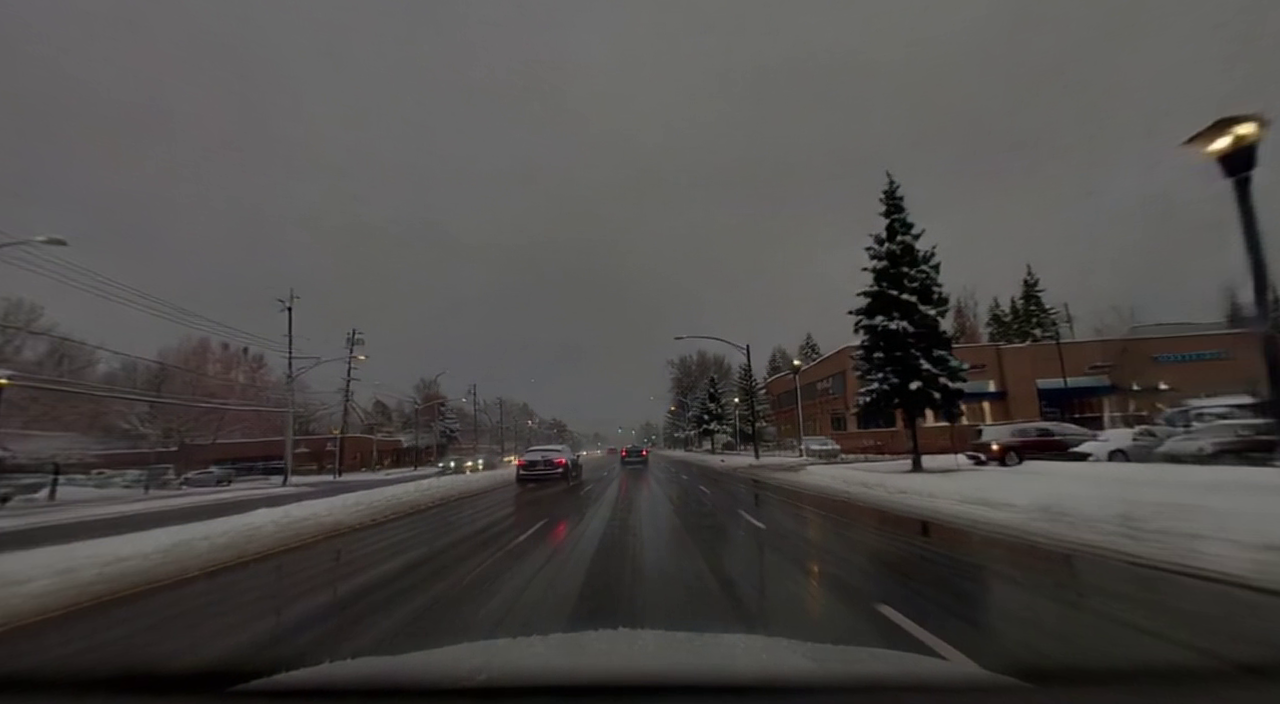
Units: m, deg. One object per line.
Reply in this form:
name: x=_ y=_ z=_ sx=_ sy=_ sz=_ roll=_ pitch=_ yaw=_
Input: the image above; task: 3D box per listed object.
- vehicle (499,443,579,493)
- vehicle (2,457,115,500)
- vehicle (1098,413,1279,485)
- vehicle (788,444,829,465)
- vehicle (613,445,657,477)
vehicle: x=-3.228 y=3.796 z=20.999 sx=1.939 sy=1.496 sz=4.309 roll=0 pitch=-9 yaw=0
vehicle: x=-40.664 y=8.832 z=44.132 sx=5.302 sy=2.808 sz=2.498 roll=-1 pitch=-9 yaw=1
vehicle: x=13.530 y=2.254 z=14.657 sx=4.109 sy=1.542 sz=1.975 roll=-1 pitch=-9 yaw=2
vehicle: x=13.039 y=7.916 z=48.893 sx=1.914 sy=1.523 sz=4.747 roll=-1 pitch=-9 yaw=1
vehicle: x=-0.236 y=5.288 z=30.874 sx=2.019 sy=1.459 sz=4.005 roll=0 pitch=-9 yaw=-1
